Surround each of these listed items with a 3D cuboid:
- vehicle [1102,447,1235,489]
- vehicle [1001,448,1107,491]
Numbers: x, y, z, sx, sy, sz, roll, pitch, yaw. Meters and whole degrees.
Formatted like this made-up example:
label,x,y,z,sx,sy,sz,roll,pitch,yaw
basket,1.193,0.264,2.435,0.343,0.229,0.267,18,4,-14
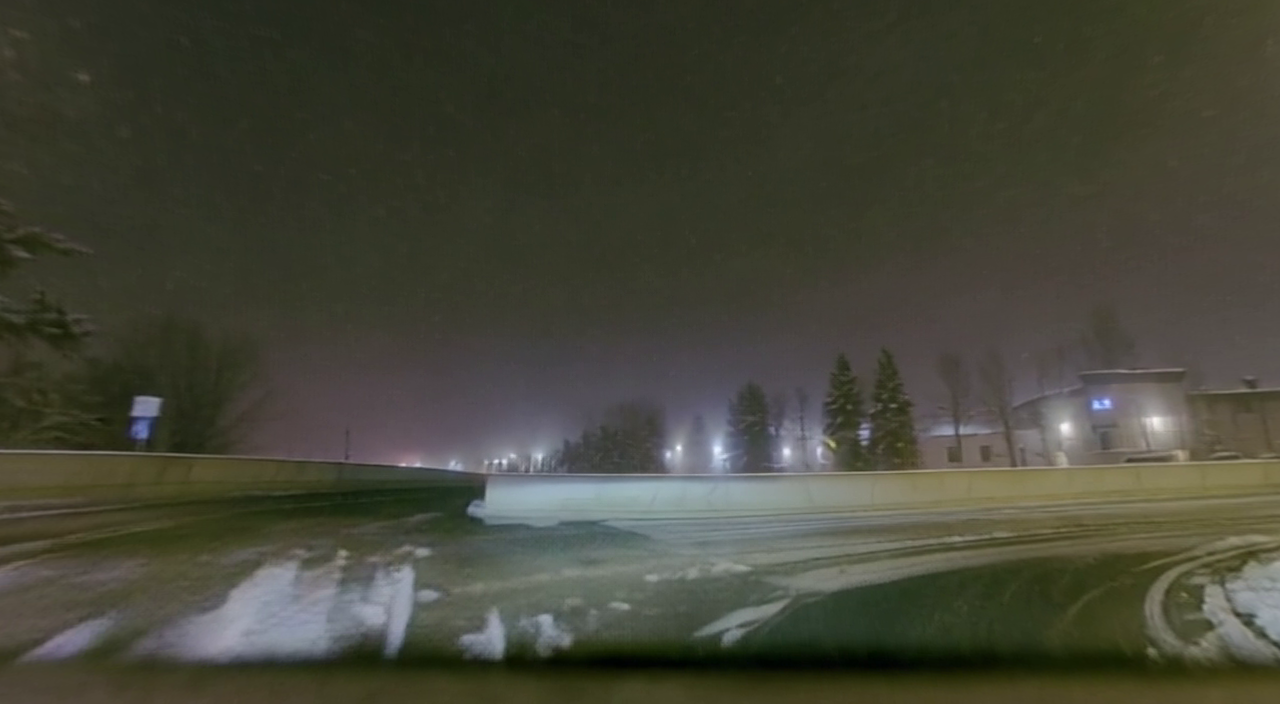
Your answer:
label,x,y,z,sx,sy,sz,roll,pitch,yaw
vehicle,20.785,4.631,25.020,1.833,1.490,3.705,2,-11,-5
vehicle,17.247,4.975,26.515,1.944,1.608,3.715,1,-12,1
